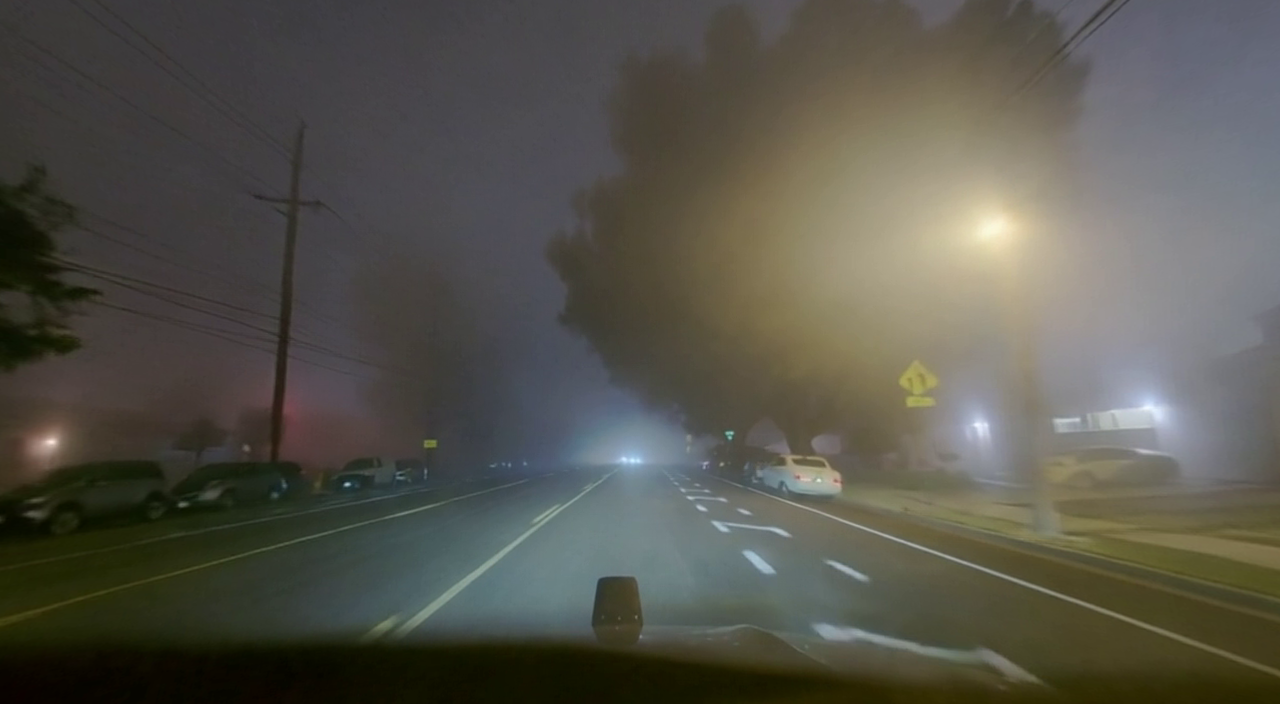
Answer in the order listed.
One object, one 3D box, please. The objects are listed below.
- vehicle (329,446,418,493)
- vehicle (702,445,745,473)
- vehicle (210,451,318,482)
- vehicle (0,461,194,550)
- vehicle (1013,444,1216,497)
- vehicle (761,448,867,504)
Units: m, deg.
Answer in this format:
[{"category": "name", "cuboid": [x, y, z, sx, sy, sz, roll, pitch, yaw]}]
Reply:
[{"category": "vehicle", "cuboid": [-12.085, 5.323, 28.947, 2.116, 1.875, 4.675, -3, -9, 0]}, {"category": "vehicle", "cuboid": [5.151, 6.670, 39.494, 2.009, 1.649, 5.156, 0, -9, 0]}, {"category": "vehicle", "cuboid": [-20.764, 6.324, 34.902, 4.601, 1.613, 2.030, 0, -9, -1]}, {"category": "vehicle", "cuboid": [-12.150, 3.157, 13.498, 1.877, 1.474, 4.419, -2, -9, 1]}, {"category": "vehicle", "cuboid": [12.766, 3.183, 17.158, 3.983, 1.332, 1.812, 0, -9, 3]}, {"category": "vehicle", "cuboid": [5.049, 3.639, 18.930, 1.924, 1.471, 4.259, 0, -9, -1]}]
